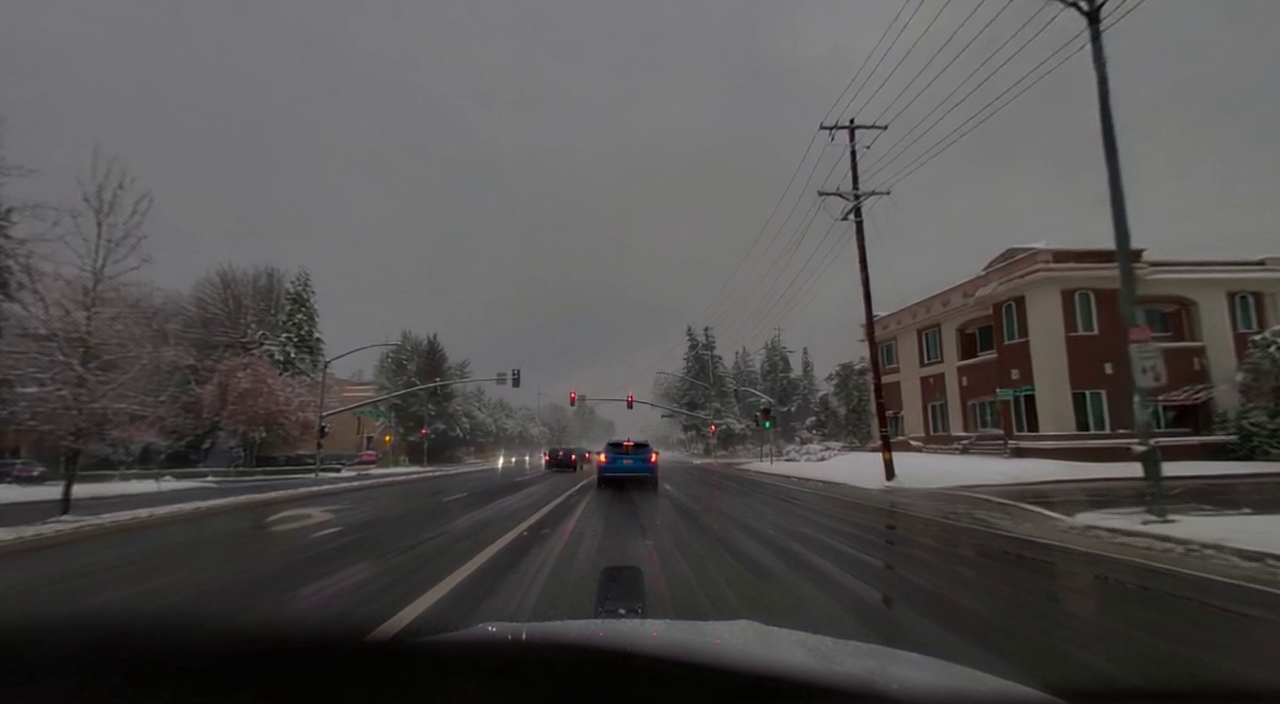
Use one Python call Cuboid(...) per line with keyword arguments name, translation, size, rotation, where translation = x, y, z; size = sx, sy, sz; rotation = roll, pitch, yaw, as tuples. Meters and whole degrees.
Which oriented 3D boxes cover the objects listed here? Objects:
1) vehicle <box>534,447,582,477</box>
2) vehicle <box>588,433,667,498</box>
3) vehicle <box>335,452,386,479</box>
Cuboid(name="vehicle", translation=(-4.275, 5.841, 33.777), size=(2.075, 1.474, 4.367), rotation=(0, -9, -1))
Cuboid(name="vehicle", translation=(-0.390, 3.460, 19.615), size=(2.188, 1.782, 3.982), rotation=(0, -9, -2))
Cuboid(name="vehicle", translation=(-19.579, 7.963, 44.487), size=(1.986, 1.704, 4.546), rotation=(1, -9, -7))
